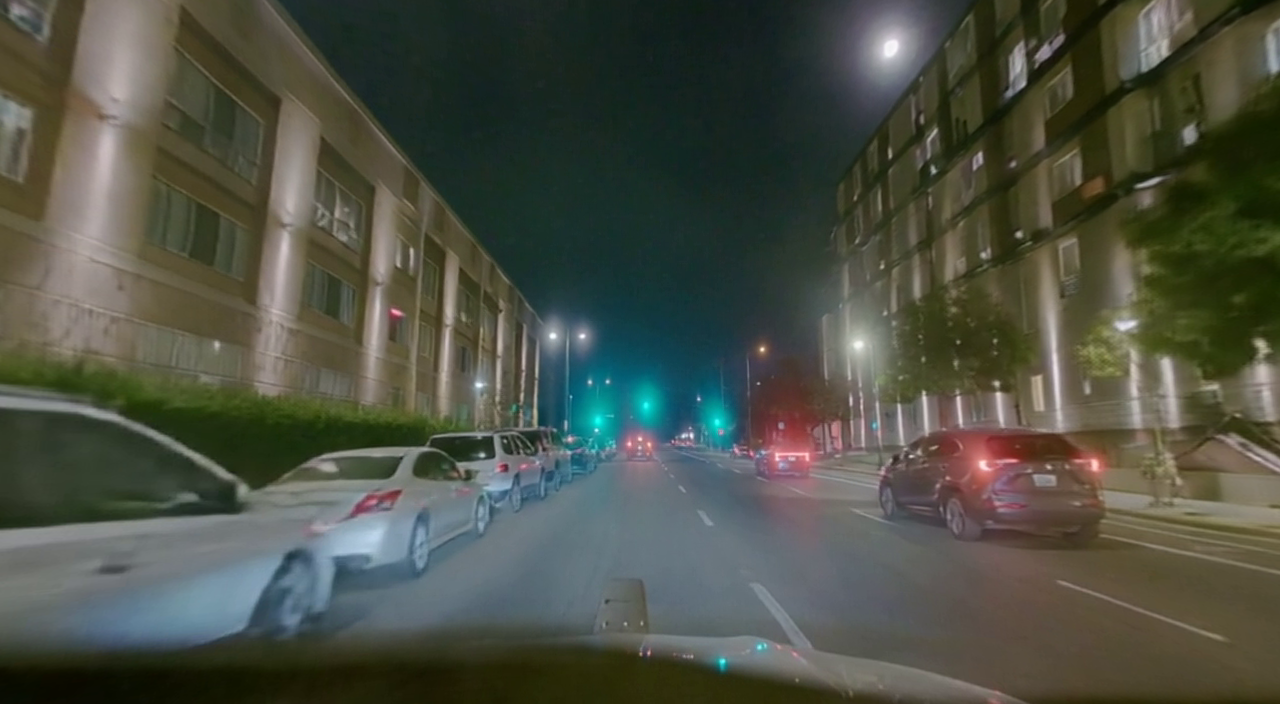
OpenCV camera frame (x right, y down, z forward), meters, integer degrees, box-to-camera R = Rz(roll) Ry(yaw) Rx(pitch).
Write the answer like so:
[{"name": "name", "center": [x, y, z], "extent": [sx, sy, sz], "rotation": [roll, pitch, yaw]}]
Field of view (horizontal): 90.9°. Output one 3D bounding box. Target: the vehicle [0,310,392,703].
[{"name": "vehicle", "center": [-3.004, 0.800, 2.402], "extent": [2.143, 1.687, 4.602], "rotation": [0, -8, 1]}]

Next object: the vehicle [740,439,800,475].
[{"name": "vehicle", "center": [5.529, 4.509, 27.283], "extent": [1.799, 1.463, 3.464], "rotation": [0, -8, -1]}]

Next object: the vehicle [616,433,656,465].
[{"name": "vehicle", "center": [-0.199, 5.458, 35.498], "extent": [2.122, 1.689, 3.885], "rotation": [0, -8, 0]}]

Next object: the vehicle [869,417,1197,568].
[{"name": "vehicle", "center": [4.987, 1.816, 8.895], "extent": [1.891, 1.599, 4.173], "rotation": [0, -8, 0]}]

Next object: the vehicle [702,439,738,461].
[{"name": "vehicle", "center": [5.650, 6.968, 44.899], "extent": [1.917, 1.467, 4.452], "rotation": [0, -8, -1]}]
